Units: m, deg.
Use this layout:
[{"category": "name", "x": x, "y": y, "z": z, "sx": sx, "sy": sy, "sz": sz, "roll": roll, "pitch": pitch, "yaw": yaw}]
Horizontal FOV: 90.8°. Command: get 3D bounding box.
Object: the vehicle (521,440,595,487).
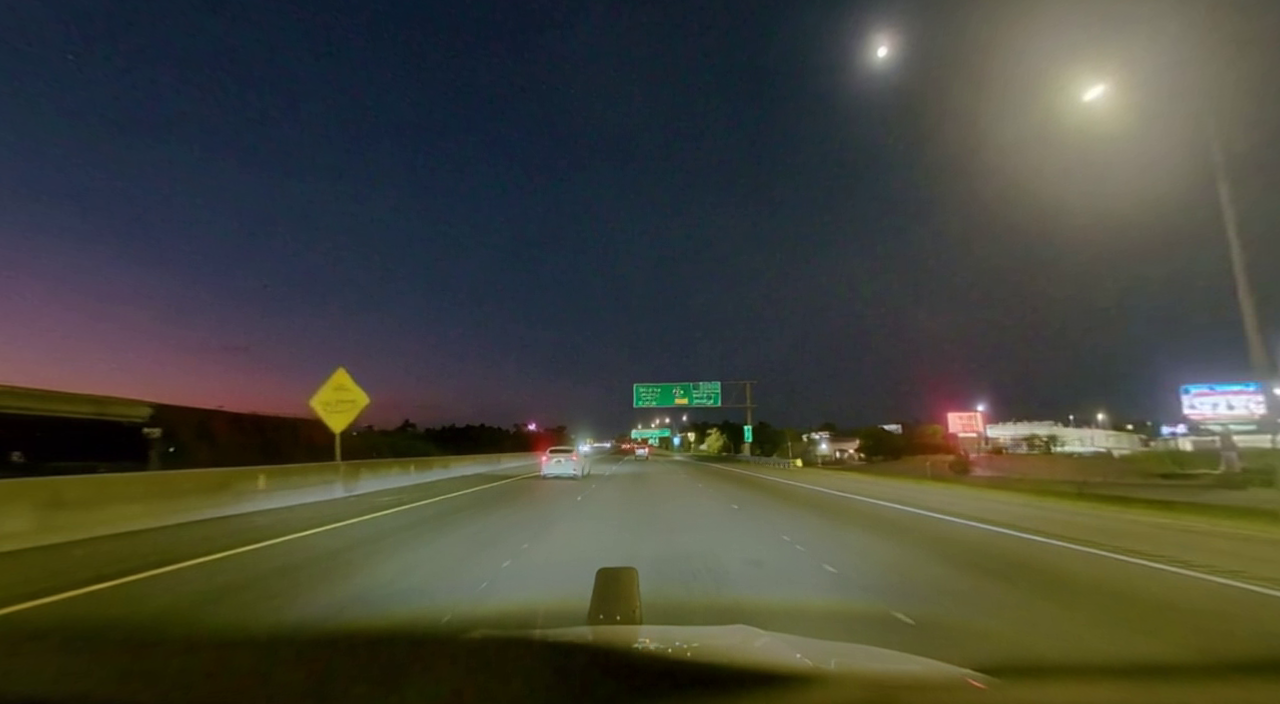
[{"category": "vehicle", "x": -2.897, "y": 4.059, "z": 23.351, "sx": 2.029, "sy": 1.557, "sz": 4.570, "roll": 0, "pitch": -9, "yaw": 1}]
